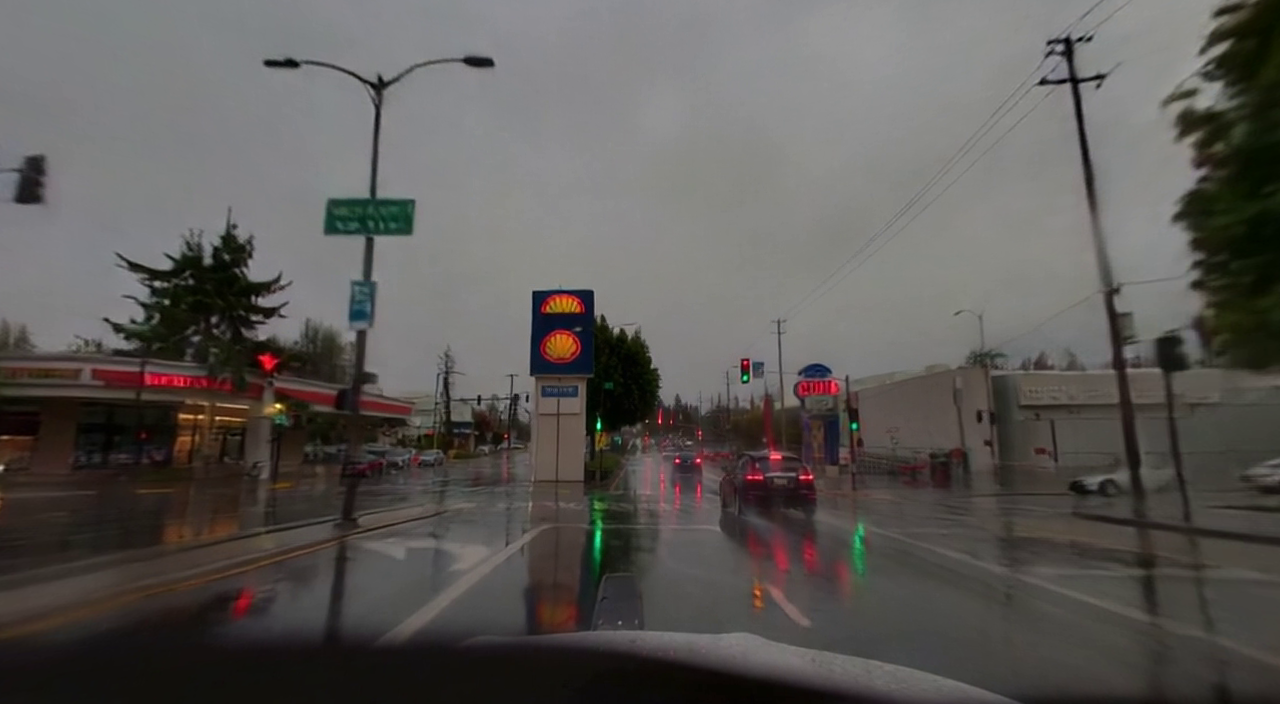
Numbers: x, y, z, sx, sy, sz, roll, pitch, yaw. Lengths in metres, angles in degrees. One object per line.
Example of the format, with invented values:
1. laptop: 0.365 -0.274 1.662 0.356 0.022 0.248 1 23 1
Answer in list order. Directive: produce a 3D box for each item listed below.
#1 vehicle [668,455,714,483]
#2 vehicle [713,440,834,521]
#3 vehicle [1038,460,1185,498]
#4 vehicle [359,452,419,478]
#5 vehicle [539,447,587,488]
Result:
1. vehicle: 2.937 6.883 37.186 2.282 1.458 4.362 1 -9 0
2. vehicle: 3.076 3.049 15.499 1.999 1.679 4.217 1 -9 -1
3. vehicle: 20.901 5.648 28.091 4.727 1.514 2.211 0 -9 1
4. vehicle: -17.792 8.021 44.917 1.956 1.634 5.000 0 -9 3
5. vehicle: -3.747 5.776 31.087 2.189 1.836 4.693 1 -12 -6
